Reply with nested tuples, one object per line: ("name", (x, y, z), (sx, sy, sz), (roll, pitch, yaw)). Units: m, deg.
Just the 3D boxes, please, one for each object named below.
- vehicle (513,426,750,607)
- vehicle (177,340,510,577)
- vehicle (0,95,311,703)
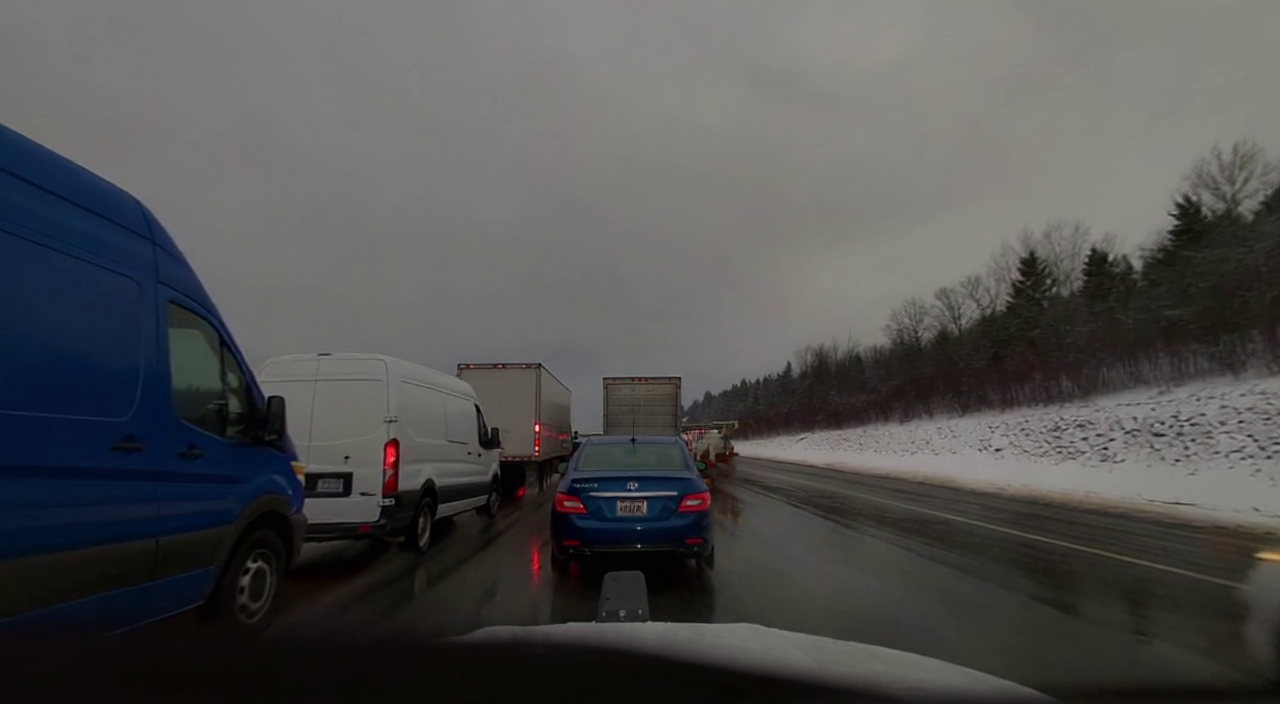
("vehicle", (-0.102, 1.657, 7.094), (1.995, 1.495, 3.380), (0, -9, -1))
("vehicle", (-4.014, 1.692, 10.557), (2.349, 2.643, 6.807), (0, -9, -1))
("vehicle", (-4.094, 0.175, 2.368), (2.254, 2.879, 6.656), (0, -9, -2))
